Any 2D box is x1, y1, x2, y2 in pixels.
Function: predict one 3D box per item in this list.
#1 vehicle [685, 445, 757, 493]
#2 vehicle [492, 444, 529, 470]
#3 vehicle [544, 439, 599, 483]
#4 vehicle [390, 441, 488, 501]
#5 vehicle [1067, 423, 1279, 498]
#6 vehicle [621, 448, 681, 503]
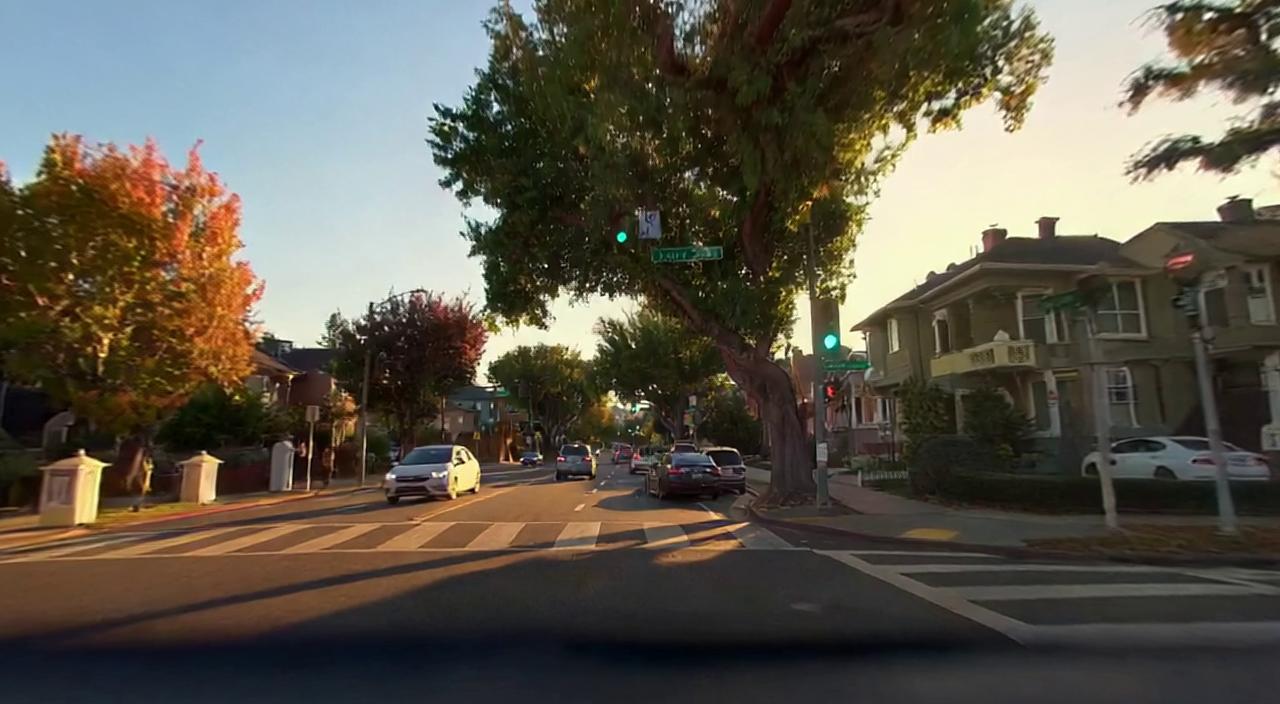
[{"bbox_3d":[2.814,4.173,22.871,1.905,1.589,4.028,1,-8,-3],"label":"vehicle"},{"bbox_3d":[-9.414,7.660,46.070,1.850,1.720,4.237,-2,-8,0],"label":"vehicle"},{"bbox_3d":[-3.004,4.875,28.482,1.983,1.841,4.013,0,-8,1],"label":"vehicle"},{"bbox_3d":[-6.230,3.702,20.032,1.976,1.689,4.071,1,-8,-3],"label":"vehicle"},{"bbox_3d":[13.907,2.770,16.461,1.871,1.651,5.002,0,-8,-1],"label":"vehicle"},{"bbox_3d":[0.251,3.534,18.303,1.485,1.385,3.283,2,-9,-3],"label":"vehicle"}]
